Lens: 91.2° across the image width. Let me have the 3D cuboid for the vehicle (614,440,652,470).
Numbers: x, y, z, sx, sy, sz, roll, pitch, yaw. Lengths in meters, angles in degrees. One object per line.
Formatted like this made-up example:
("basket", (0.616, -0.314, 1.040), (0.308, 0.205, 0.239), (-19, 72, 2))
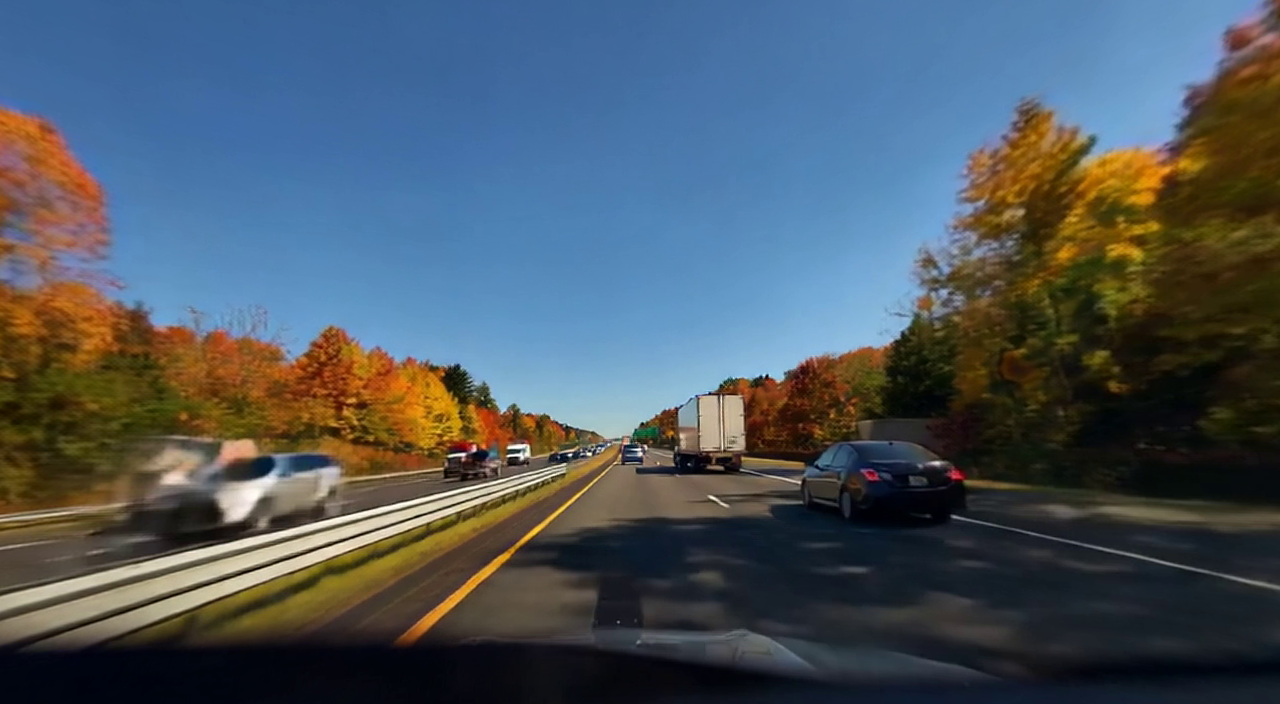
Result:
("vehicle", (-0.431, 6.352, 38.778), (2.168, 1.705, 4.272), (-1, -9, 0))

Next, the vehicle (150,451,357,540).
("vehicle", (-8.305, 3.056, 14.067), (1.943, 1.634, 4.240), (-1, -9, 0))

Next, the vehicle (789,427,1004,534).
("vehicle", (4.232, 2.193, 11.255), (1.997, 1.504, 4.236), (-1, -9, -1))

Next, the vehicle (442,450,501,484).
("vehicle", (-8.810, 6.045, 33.173), (1.971, 1.628, 4.243), (-1, -9, 0))

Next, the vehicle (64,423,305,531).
("vehicle", (-13.651, 3.763, 19.729), (2.380, 2.710, 6.976), (-1, -9, -1))
